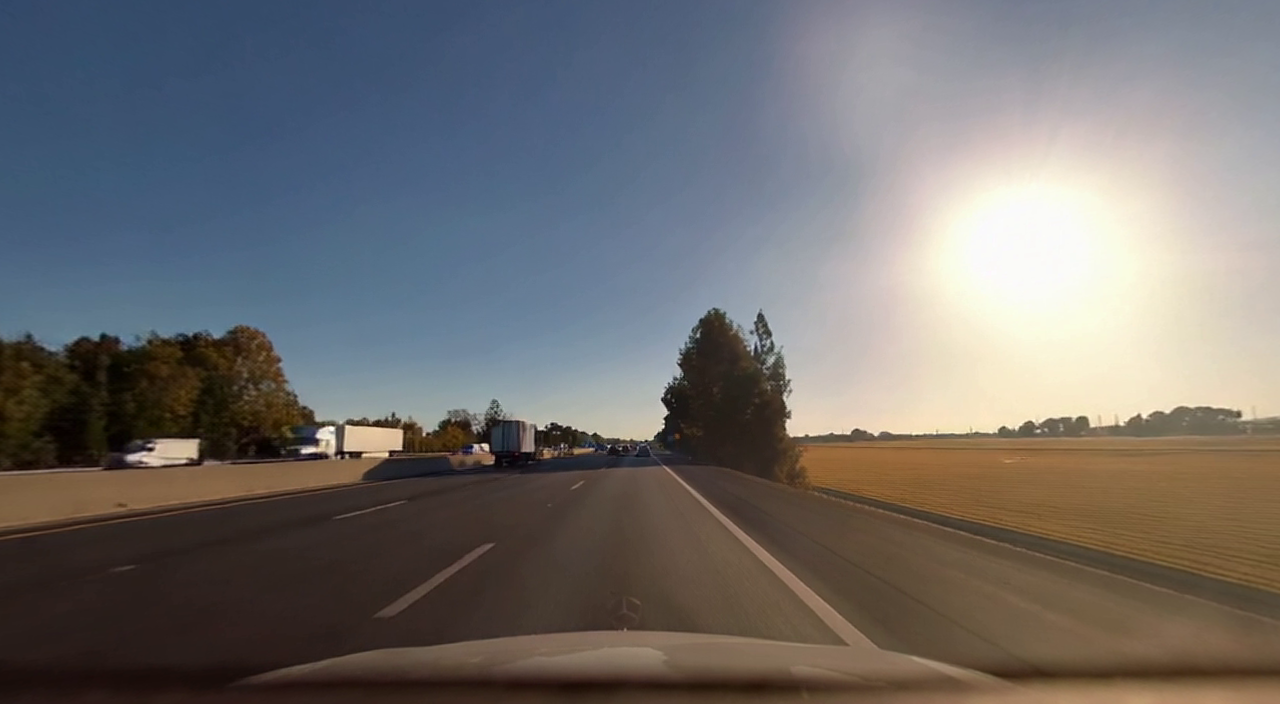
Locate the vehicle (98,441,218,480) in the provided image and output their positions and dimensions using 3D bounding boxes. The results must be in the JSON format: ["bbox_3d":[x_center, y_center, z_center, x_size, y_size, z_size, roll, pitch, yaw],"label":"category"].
[{"bbox_3d":[-37.025,8.331,48.814,3.173,2.754,7.530,-1,-9,1],"label":"vehicle"}]

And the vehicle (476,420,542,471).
[{"bbox_3d":[-7.423,5.450,36.515,2.444,2.685,5.893,0,-9,1],"label":"vehicle"}]
